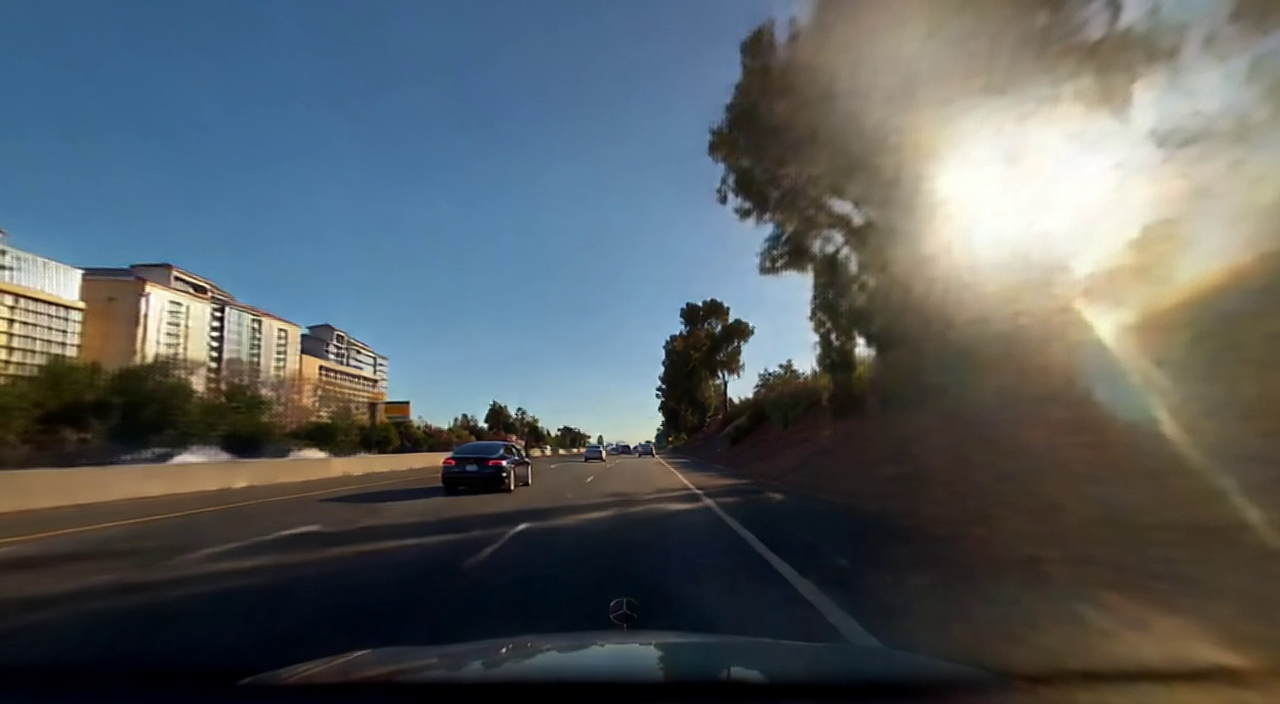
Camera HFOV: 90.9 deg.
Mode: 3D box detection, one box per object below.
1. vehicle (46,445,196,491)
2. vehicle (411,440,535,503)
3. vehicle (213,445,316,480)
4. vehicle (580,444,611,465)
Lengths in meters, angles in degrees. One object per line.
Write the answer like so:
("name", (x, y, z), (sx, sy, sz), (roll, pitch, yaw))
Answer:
("vehicle", (-21.185, 4.732, 26.105), (2.012, 1.688, 4.869), (0, -8, 0))
("vehicle", (-4.314, 3.148, 17.111), (2.083, 1.471, 4.350), (0, -8, 1))
("vehicle", (-17.395, 5.098, 29.523), (1.978, 1.510, 4.462), (0, -8, 1))
("vehicle", (-3.288, 7.601, 46.932), (1.926, 1.464, 4.186), (0, -8, 1))
